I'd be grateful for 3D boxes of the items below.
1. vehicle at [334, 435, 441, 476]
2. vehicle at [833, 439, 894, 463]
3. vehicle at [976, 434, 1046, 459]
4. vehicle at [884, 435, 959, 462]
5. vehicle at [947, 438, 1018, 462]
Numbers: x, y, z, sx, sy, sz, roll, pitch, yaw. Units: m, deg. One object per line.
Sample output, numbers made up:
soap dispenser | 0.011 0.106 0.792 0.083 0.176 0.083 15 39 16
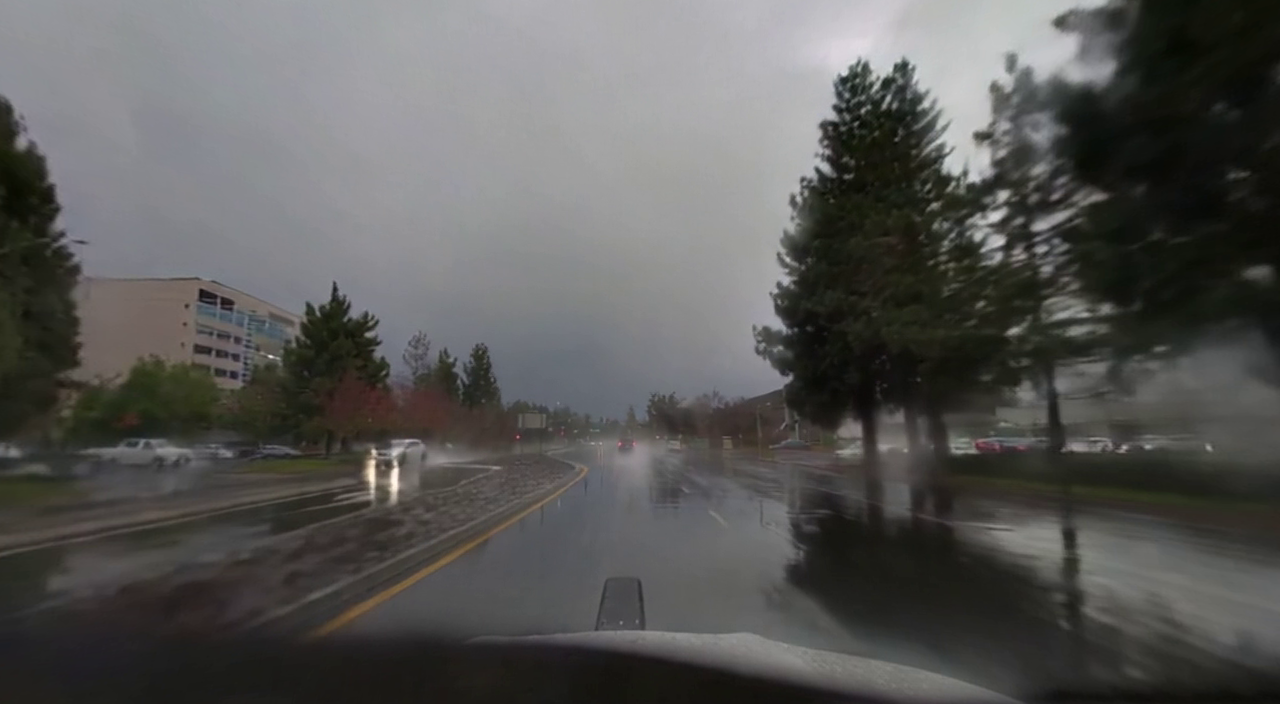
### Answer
vehicle | -11.691 4.821 29.289 4.497 1.774 1.958 -5 -10 23
vehicle | 16.120 7.176 45.887 1.966 1.583 4.568 2 -9 -13
vehicle | 28.694 7.338 49.044 1.916 1.741 4.936 4 -9 -9
vehicle | 20.923 7.236 47.236 2.150 1.812 5.372 0 -8 -14
vehicle | 24.334 6.981 45.068 1.988 1.617 4.524 2 -8 -11
